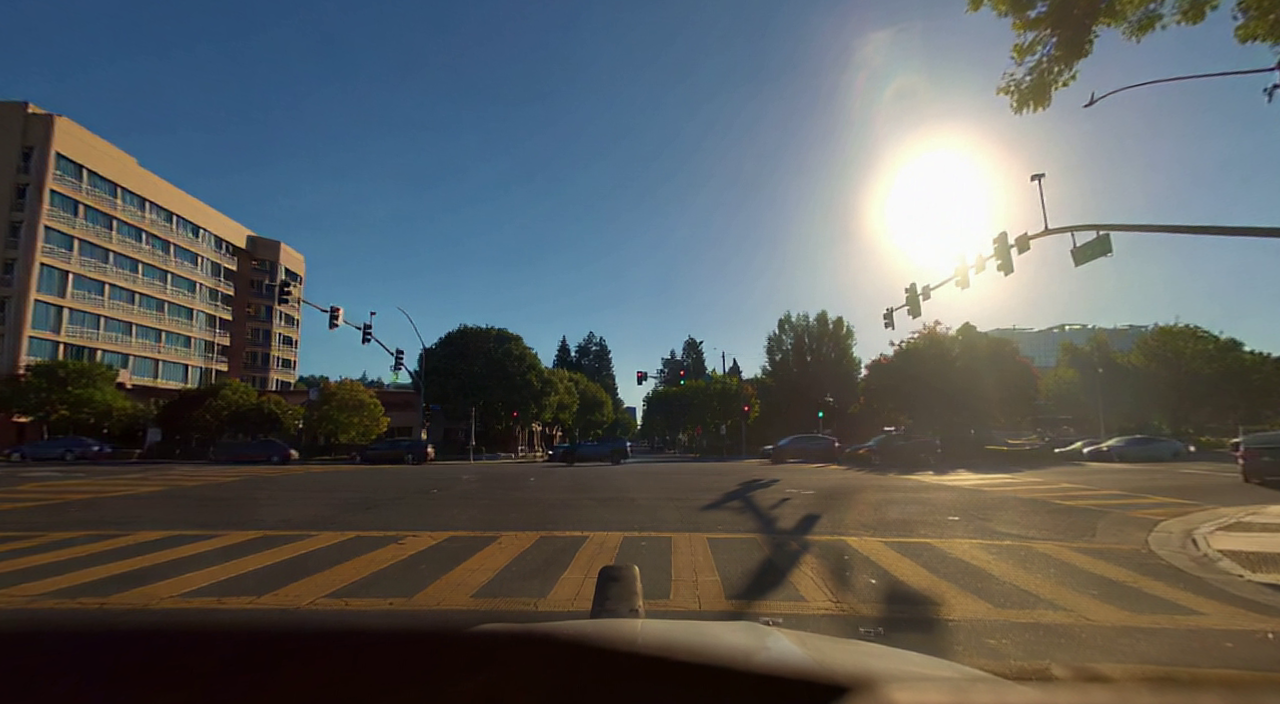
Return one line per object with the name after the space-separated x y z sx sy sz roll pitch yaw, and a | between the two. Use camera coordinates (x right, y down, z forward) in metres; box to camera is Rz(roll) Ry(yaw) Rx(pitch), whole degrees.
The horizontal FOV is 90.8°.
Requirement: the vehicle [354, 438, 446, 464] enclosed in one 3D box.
-13.892 5.763 36.682 4.631 1.435 1.715 0 -9 0 | vehicle

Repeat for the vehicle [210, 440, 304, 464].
-24.353 6.395 40.299 4.759 1.445 1.865 0 -9 0 | vehicle

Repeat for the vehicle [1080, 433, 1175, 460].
31.167 6.047 40.492 4.488 1.667 1.869 0 -9 0 | vehicle

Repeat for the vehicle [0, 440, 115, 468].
-31.203 5.425 33.747 4.629 1.423 1.833 0 -9 0 | vehicle

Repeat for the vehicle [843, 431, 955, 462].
16.260 5.959 39.905 6.133 1.833 2.155 0 -9 0 | vehicle

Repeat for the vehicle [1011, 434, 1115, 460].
24.659 5.577 36.949 4.724 1.452 1.870 0 -9 0 | vehicle

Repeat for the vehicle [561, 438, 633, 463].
-2.682 6.279 40.321 4.443 1.472 1.794 0 -9 1 | vehicle

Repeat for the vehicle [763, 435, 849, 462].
9.588 5.612 36.732 4.519 1.476 1.767 0 -9 0 | vehicle
